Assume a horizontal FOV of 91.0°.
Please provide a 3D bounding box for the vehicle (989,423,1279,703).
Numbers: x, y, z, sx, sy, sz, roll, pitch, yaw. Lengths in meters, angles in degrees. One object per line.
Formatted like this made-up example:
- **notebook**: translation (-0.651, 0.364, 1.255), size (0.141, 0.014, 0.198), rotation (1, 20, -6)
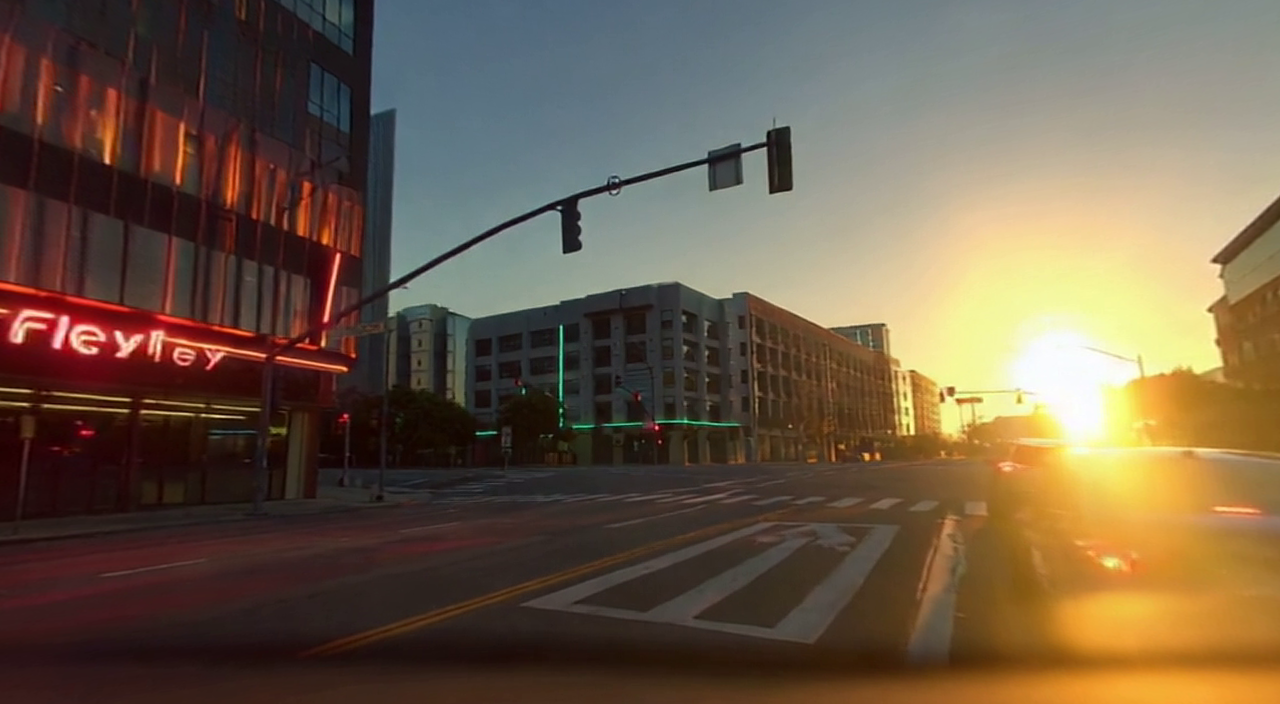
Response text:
- **vehicle**: translation (3.931, 1.362, 4.863), size (1.872, 1.459, 4.483), rotation (-4, -9, 26)
